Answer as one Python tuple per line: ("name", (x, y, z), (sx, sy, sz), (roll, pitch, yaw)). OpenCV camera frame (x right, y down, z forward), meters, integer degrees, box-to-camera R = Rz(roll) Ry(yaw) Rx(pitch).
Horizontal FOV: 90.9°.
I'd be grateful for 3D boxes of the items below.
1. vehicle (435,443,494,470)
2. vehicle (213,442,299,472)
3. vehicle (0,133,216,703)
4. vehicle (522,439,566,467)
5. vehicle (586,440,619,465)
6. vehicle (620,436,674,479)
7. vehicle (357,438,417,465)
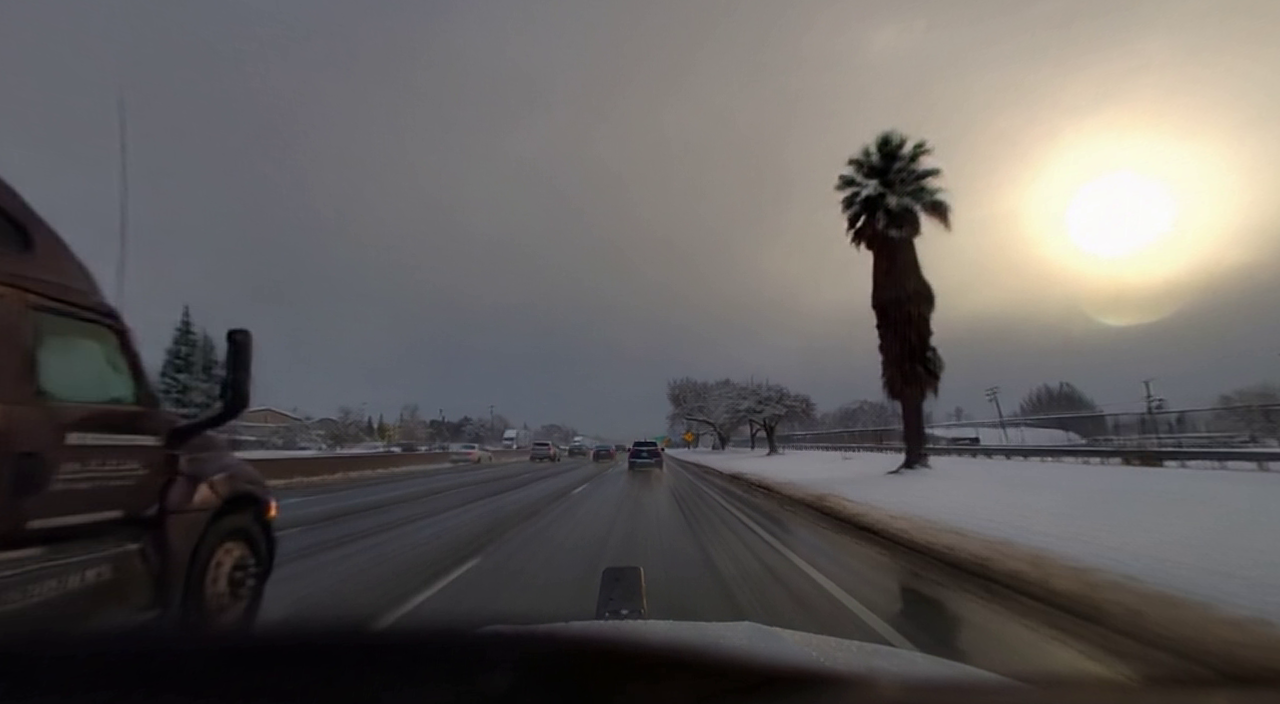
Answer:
("vehicle", (-10.345, 6.167, 37.523), (1.910, 1.501, 5.004), (-1, -8, 2))
("vehicle", (-23.905, 6.525, 39.546), (2.266, 1.757, 4.822), (0, -8, 1))
("vehicle", (-3.541, 0.181, 0.221), (2.693, 2.348, 5.694), (0, -8, 1))
("vehicle", (-6.367, 6.749, 42.424), (2.105, 1.790, 4.689), (-1, -8, 2))
("vehicle", (-2.850, 7.802, 49.367), (2.108, 1.832, 4.549), (-1, -8, 3))
("vehicle", (0.307, 4.491, 27.224), (2.136, 1.678, 4.052), (0, -8, 1))
("vehicle", (-19.836, 7.808, 49.737), (2.310, 1.958, 5.297), (-1, -8, 2))
